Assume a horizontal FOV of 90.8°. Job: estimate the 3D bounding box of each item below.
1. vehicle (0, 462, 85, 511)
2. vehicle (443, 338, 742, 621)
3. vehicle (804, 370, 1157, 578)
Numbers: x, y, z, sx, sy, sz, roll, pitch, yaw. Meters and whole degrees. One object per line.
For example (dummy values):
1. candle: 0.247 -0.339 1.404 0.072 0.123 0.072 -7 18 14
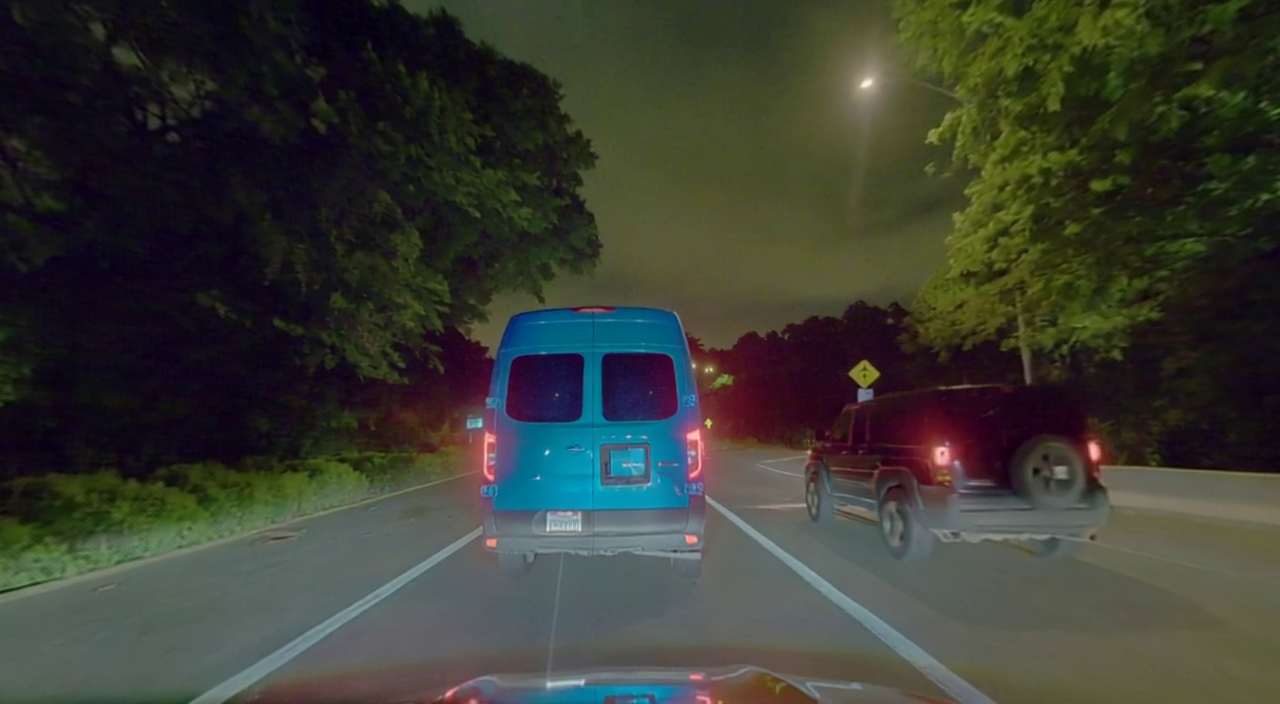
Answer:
1. vehicle: -25.155 5.314 25.312 4.857 1.729 2.029 -3 -9 18
2. vehicle: -0.310 1.229 6.809 2.145 2.046 4.309 0 -9 1
3. vehicle: 3.613 1.396 7.780 1.988 1.873 3.968 0 -9 -2
